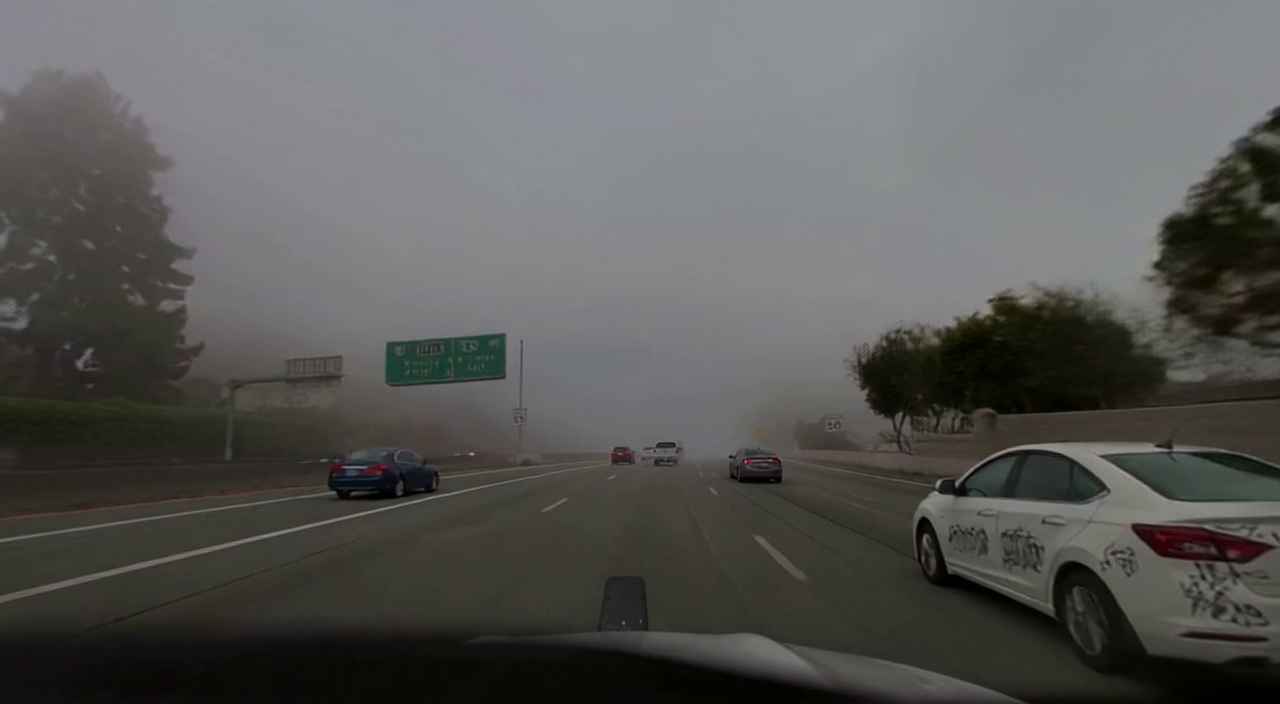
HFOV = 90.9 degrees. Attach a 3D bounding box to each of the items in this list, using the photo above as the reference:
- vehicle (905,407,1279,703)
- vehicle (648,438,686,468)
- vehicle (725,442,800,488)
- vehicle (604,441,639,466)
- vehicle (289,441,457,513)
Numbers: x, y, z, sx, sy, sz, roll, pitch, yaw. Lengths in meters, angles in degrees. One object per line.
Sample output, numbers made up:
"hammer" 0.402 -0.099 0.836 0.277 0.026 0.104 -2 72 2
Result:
"vehicle" 3.635 1.224 4.207 1.912 1.509 4.291 0 -8 1
"vehicle" 1.684 6.234 39.077 2.183 1.764 4.134 -1 -8 3
"vehicle" 4.225 3.937 22.337 1.854 1.438 3.954 0 -8 0
"vehicle" -1.333 7.582 47.203 2.070 1.740 4.678 -1 -8 5
"vehicle" -6.325 2.977 15.631 2.050 1.507 4.375 -1 -8 3
